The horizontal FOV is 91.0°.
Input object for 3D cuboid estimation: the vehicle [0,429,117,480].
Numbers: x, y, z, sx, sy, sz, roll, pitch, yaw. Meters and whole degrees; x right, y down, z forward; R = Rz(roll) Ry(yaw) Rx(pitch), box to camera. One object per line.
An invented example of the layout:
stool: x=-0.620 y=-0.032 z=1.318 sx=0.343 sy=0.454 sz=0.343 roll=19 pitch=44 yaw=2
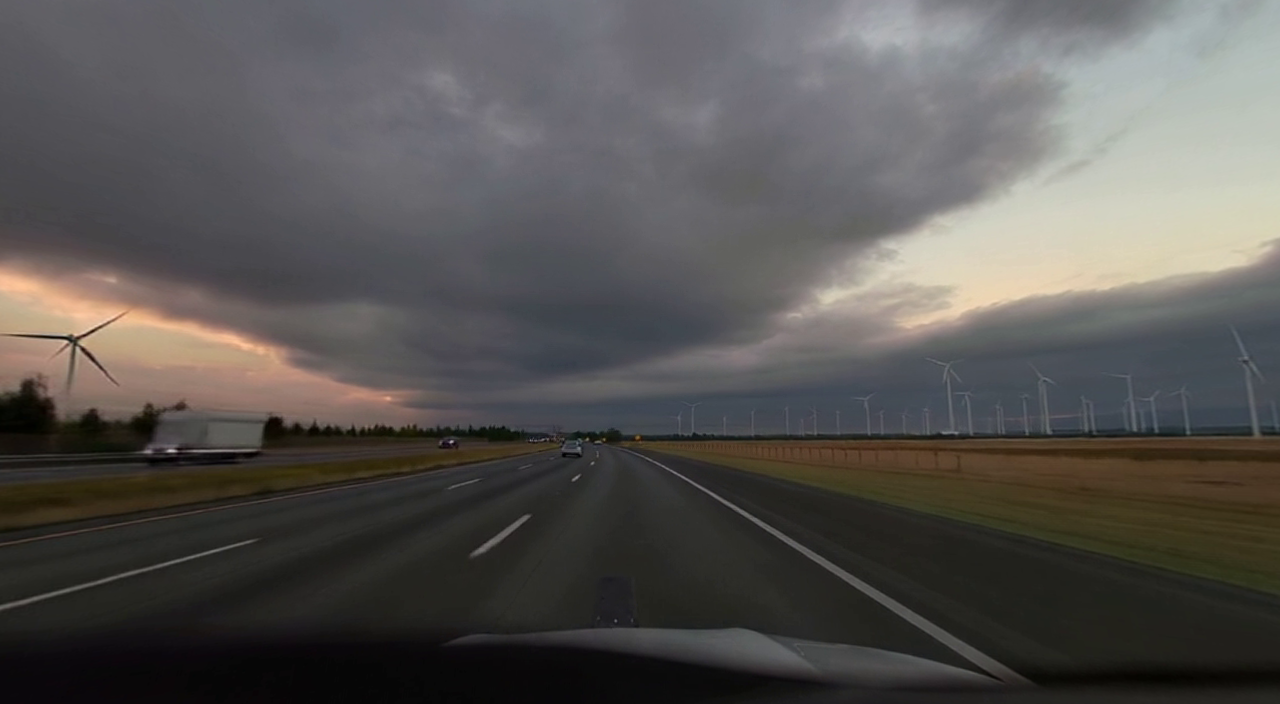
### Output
vehicle: x=-19.636 y=3.250 z=20.173 sx=1.841 sy=1.471 sz=4.661 roll=0 pitch=-8 yaw=-2

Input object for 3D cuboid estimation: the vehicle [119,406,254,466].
vehicle: x=-24.338 y=4.601 z=34.286 sx=2.540 sy=2.900 sz=6.641 roll=0 pitch=-8 yaw=-2
